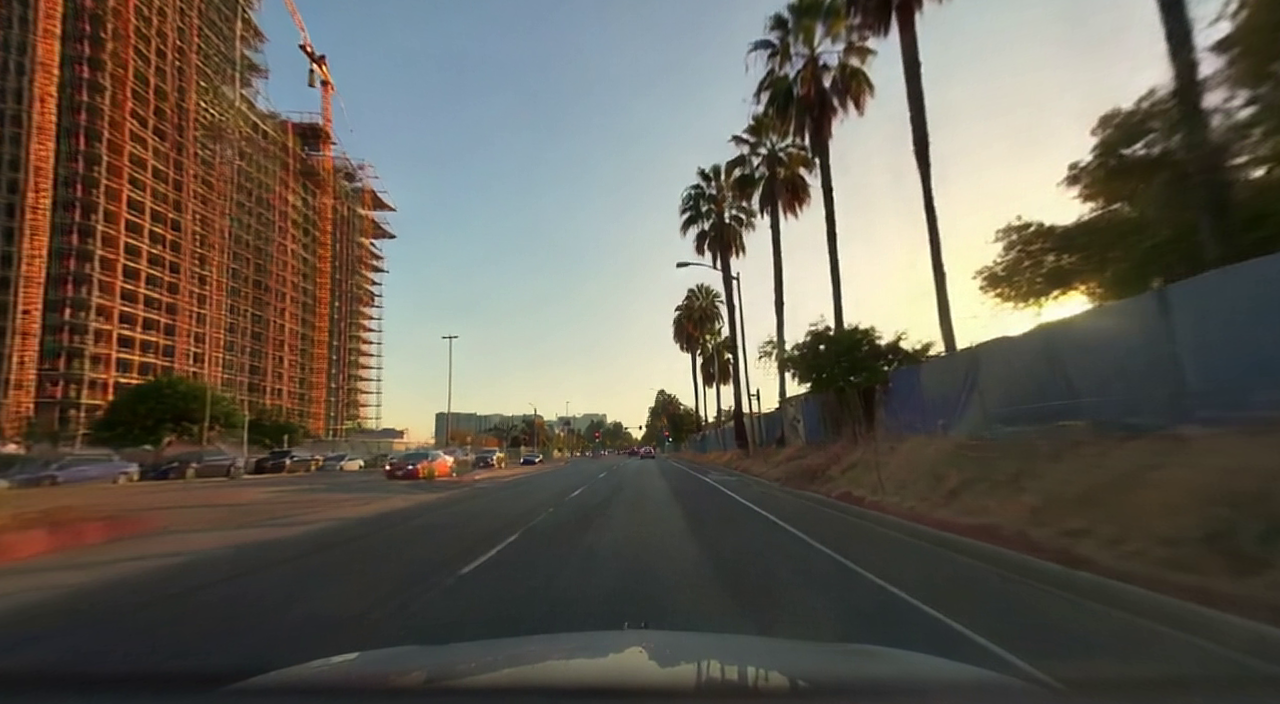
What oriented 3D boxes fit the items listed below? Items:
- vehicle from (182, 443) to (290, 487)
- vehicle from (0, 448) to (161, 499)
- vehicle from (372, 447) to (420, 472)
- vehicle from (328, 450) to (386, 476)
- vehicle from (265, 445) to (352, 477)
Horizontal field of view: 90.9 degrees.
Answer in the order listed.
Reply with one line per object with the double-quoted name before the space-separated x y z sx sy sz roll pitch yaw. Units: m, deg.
"vehicle" -19.457 5.421 30.678 2.105 1.805 4.641 -3 -8 2
"vehicle" -21.340 4.496 23.826 2.050 1.686 4.593 -4 -9 25
"vehicle" -19.117 8.401 49.590 1.985 1.625 4.749 -2 -7 0
"vehicle" -19.148 7.530 42.927 1.836 1.418 4.956 -2 -7 -2
"vehicle" -19.426 6.389 37.247 2.378 1.783 4.912 0 -8 0
